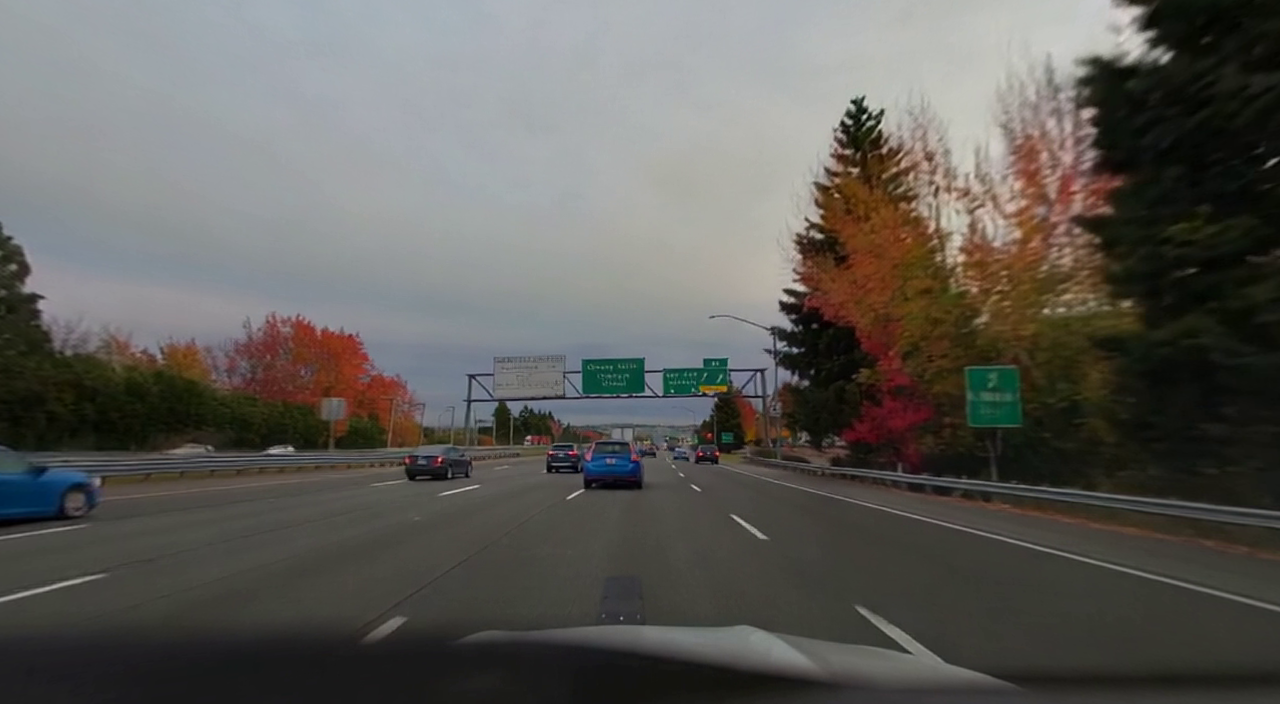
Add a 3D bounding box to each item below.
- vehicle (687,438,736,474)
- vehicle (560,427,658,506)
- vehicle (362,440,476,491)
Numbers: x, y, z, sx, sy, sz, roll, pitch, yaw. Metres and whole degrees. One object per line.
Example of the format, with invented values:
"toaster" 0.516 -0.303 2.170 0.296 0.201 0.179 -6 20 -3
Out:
"vehicle" 3.774 5.586 34.016 2.193 1.778 4.488 0 -9 1
"vehicle" -0.625 2.919 16.472 2.101 1.742 4.495 0 -9 3
"vehicle" -7.238 3.773 21.259 2.057 1.496 4.661 0 -9 1
